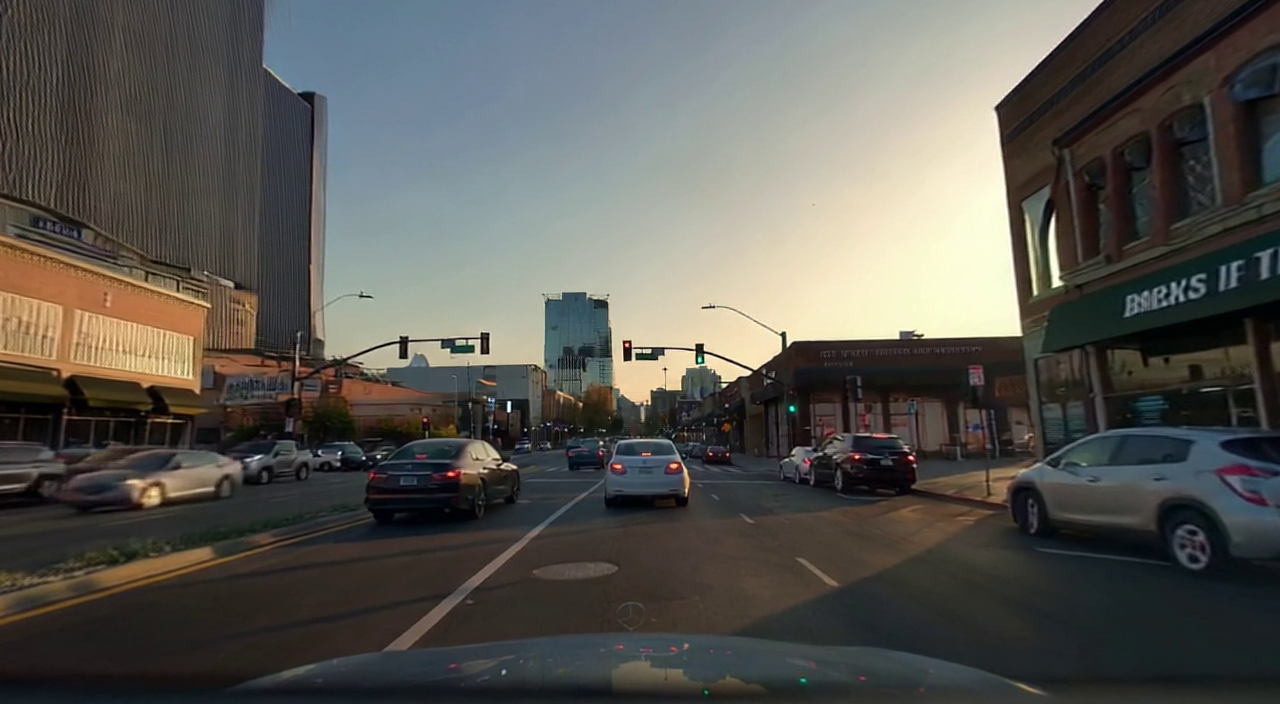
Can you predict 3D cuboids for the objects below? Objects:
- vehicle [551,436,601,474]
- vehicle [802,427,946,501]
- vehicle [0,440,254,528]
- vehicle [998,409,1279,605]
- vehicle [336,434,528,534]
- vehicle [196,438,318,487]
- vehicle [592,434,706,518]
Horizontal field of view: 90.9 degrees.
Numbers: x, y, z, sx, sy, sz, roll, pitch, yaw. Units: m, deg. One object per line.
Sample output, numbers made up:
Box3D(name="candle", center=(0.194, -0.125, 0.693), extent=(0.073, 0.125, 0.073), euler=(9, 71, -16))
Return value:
Box3D(name="vehicle", center=(-3.105, 5.120, 31.559), extent=(2.007, 1.736, 4.185), euler=(0, -9, 1))
Box3D(name="vehicle", center=(6.607, 3.239, 18.664), extent=(2.289, 1.867, 5.322), euler=(0, -9, 1))
Box3D(name="vehicle", center=(-10.398, 2.585, 12.967), extent=(2.009, 1.466, 4.454), euler=(0, -9, 1))
Box3D(name="vehicle", center=(6.626, 1.657, 7.478), extent=(1.986, 1.722, 4.516), euler=(0, -9, -2))
Box3D(name="vehicle", center=(-3.429, 2.256, 11.413), extent=(1.950, 1.450, 4.257), euler=(0, -9, 1))
Box3D(name="vehicle", center=(-17.068, 4.915, 28.562), extent=(2.239, 1.963, 5.779), euler=(0, -9, -4))
Box3D(name="vehicle", center=(0.139, 2.529, 13.391), extent=(2.037, 1.484, 4.073), euler=(0, -9, -1))
